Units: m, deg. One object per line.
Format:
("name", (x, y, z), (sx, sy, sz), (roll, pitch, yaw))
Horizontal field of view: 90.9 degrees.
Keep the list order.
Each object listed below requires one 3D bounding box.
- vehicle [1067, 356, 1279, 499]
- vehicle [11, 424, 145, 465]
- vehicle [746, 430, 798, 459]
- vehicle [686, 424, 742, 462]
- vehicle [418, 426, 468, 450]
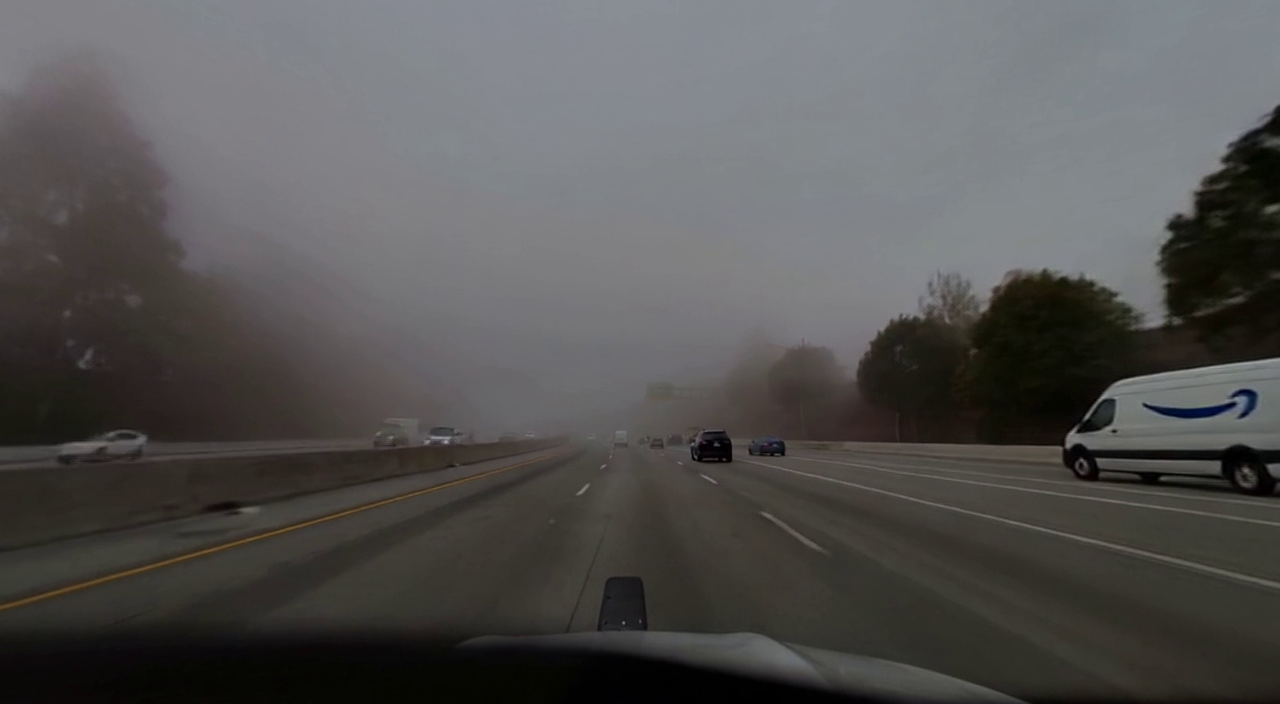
("vehicle", (13.669, 1.813, 14.735), (2.274, 2.802, 6.802), (0, -8, -3))
("vehicle", (-25.186, 4.171, 28.527), (1.921, 1.671, 4.538), (0, -8, -1))
("vehicle", (7.198, 5.097, 34.699), (1.798, 1.473, 4.077), (0, -8, -2))
("vehicle", (3.674, 4.608, 32.008), (2.141, 1.732, 4.279), (0, -8, -2))
("vehicle", (-13.848, 6.119, 44.635), (2.170, 1.567, 4.506), (0, -8, -1))
